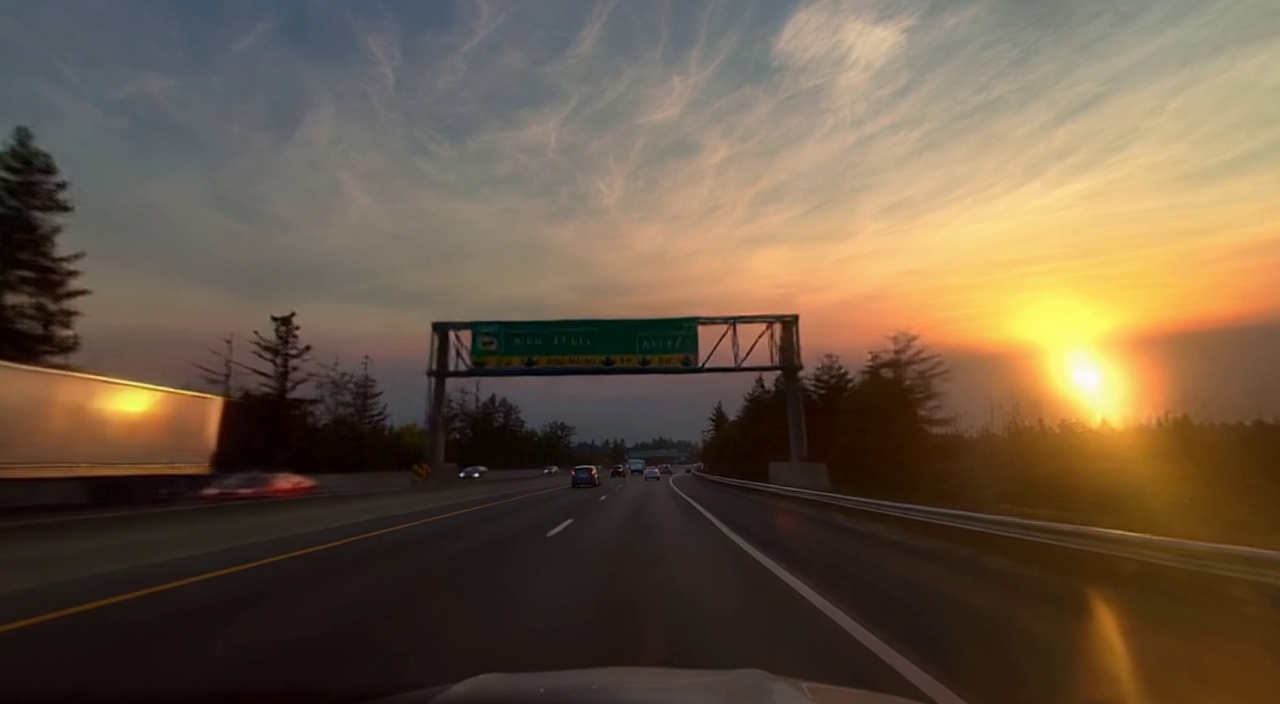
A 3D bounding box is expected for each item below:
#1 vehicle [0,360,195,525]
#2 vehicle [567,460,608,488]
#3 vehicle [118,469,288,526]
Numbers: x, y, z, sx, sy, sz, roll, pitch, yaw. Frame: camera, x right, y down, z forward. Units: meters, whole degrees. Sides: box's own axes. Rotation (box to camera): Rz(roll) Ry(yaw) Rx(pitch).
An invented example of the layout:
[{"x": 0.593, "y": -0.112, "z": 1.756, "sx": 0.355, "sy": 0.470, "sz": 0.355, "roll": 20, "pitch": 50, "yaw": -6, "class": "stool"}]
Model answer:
[{"x": -17.329, "y": 2.693, "z": 18.174, "sx": 2.842, "sy": 4.039, "sz": 7.958, "roll": 1, "pitch": -11, "yaw": 1, "class": "vehicle"}, {"x": -3.451, "y": 8.166, "z": 42.242, "sx": 2.160, "sy": 1.721, "sz": 4.368, "roll": 1, "pitch": -11, "yaw": 2, "class": "vehicle"}, {"x": -12.601, "y": 4.195, "z": 18.599, "sx": 1.860, "sy": 1.444, "sz": 4.291, "roll": 1, "pitch": -11, "yaw": 1, "class": "vehicle"}]
